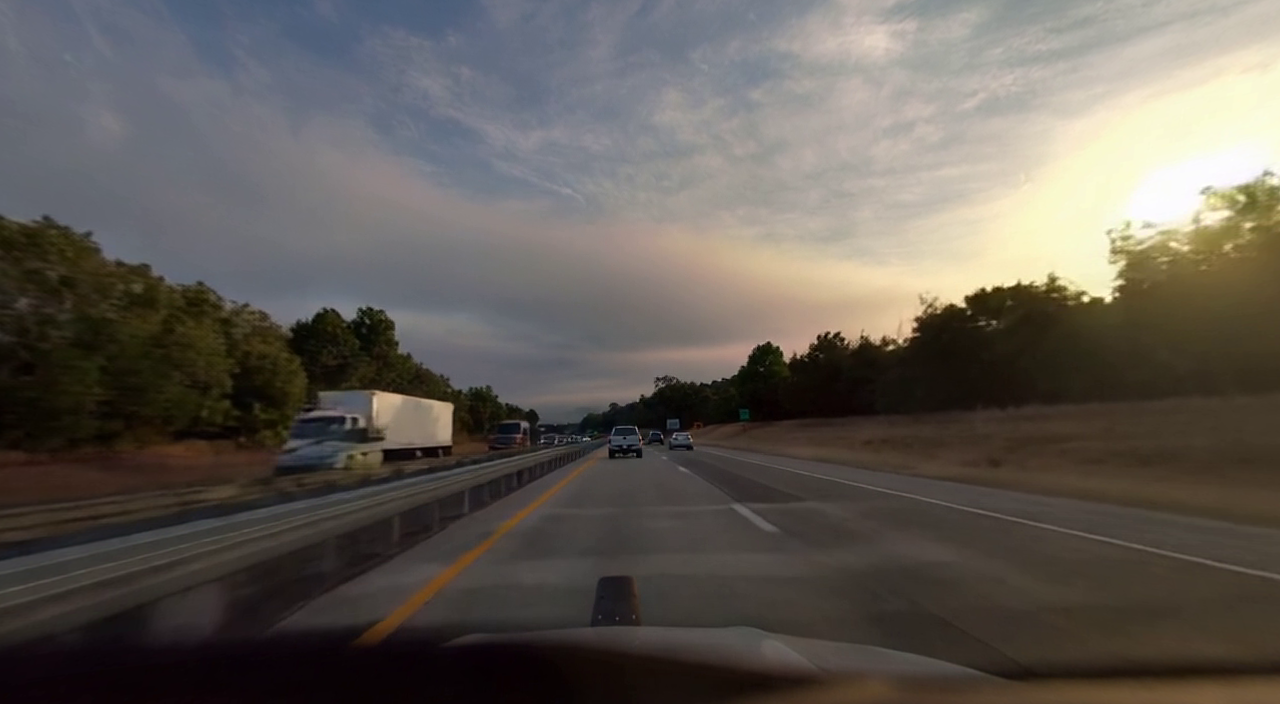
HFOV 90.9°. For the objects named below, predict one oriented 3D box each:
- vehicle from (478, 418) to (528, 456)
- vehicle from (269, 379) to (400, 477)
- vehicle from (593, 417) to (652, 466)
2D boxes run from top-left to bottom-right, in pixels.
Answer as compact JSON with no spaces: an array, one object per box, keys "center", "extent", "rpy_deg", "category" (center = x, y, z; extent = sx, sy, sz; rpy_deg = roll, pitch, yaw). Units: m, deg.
[{"center":[-10.067,6.346,46.874],"extent":[2.496,2.608,6.293],"rpy_deg":[0,-8,-1],"category":"vehicle"},{"center":[-14.067,3.614,29.730],"extent":[3.035,4.125,6.158],"rpy_deg":[0,-8,-1],"category":"vehicle"},{"center":[-0.815,4.100,29.076],"extent":[2.503,2.044,4.633],"rpy_deg":[0,-8,-2],"category":"vehicle"}]
